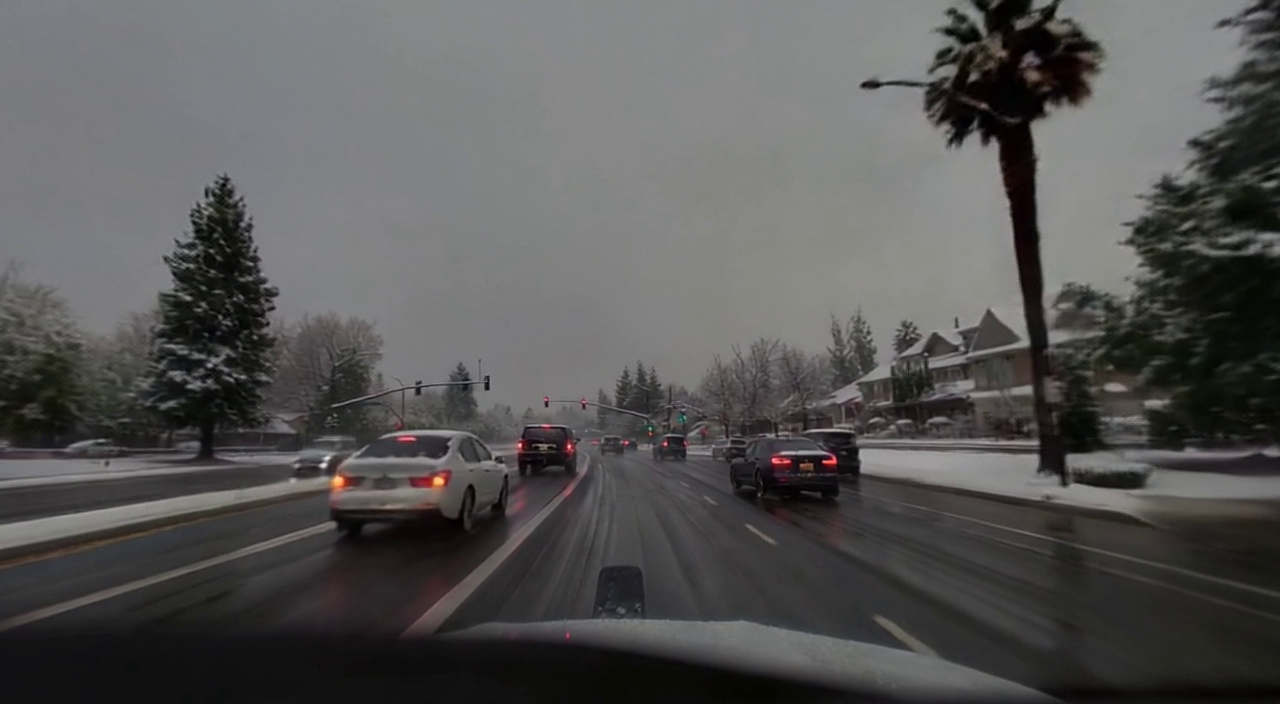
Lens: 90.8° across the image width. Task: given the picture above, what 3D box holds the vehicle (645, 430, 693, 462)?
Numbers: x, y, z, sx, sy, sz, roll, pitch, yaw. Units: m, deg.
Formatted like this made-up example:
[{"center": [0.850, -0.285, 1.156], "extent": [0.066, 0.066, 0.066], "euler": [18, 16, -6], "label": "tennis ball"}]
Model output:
[{"center": [1.787, 6.158, 41.421], "extent": [2.391, 1.960, 5.600], "euler": [1, -8, -5], "label": "vehicle"}]

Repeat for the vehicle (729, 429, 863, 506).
[{"center": [3.358, 2.570, 14.485], "extent": [1.870, 1.491, 4.009], "euler": [0, -8, -3], "label": "vehicle"}]

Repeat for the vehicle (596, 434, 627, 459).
[{"center": [-2.230, 7.290, 48.793], "extent": [2.164, 1.867, 4.254], "euler": [1, -8, -6], "label": "vehicle"}]

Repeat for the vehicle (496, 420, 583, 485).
[{"center": [-3.319, 3.511, 22.394], "extent": [2.354, 1.948, 6.355], "euler": [0, -8, -3], "label": "vehicle"}]

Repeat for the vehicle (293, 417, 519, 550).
[{"center": [-3.200, 1.875, 9.686], "extent": [1.922, 1.577, 4.140], "euler": [0, -8, -1], "label": "vehicle"}]
